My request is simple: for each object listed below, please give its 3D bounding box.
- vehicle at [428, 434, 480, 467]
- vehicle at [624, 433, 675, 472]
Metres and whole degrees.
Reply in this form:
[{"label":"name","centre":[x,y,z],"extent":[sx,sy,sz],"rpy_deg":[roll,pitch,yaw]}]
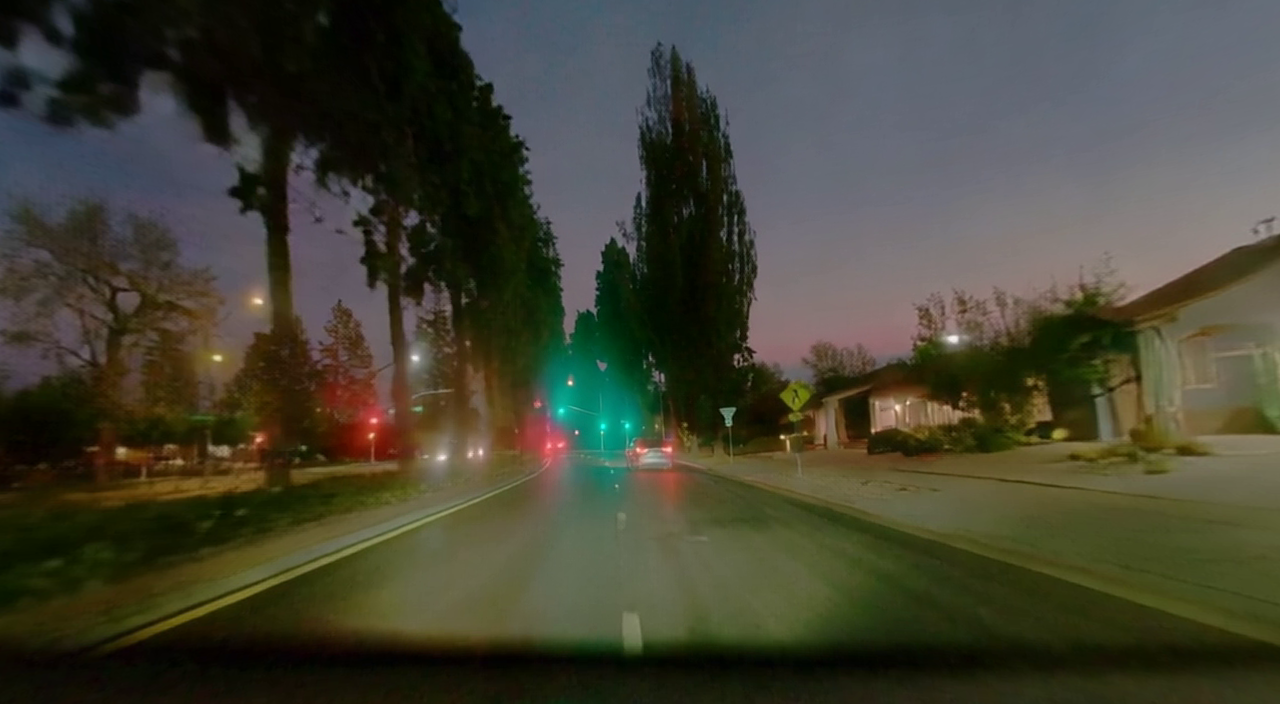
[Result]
[{"label":"vehicle","centre":[-11.983,6.386,41.116],"extent":[2.334,2.022,5.653],"rpy_deg":[1,-8,-7]},{"label":"vehicle","centre":[0.386,4.781,30.266],"extent":[1.990,1.707,4.225],"rpy_deg":[0,-8,-5]}]
